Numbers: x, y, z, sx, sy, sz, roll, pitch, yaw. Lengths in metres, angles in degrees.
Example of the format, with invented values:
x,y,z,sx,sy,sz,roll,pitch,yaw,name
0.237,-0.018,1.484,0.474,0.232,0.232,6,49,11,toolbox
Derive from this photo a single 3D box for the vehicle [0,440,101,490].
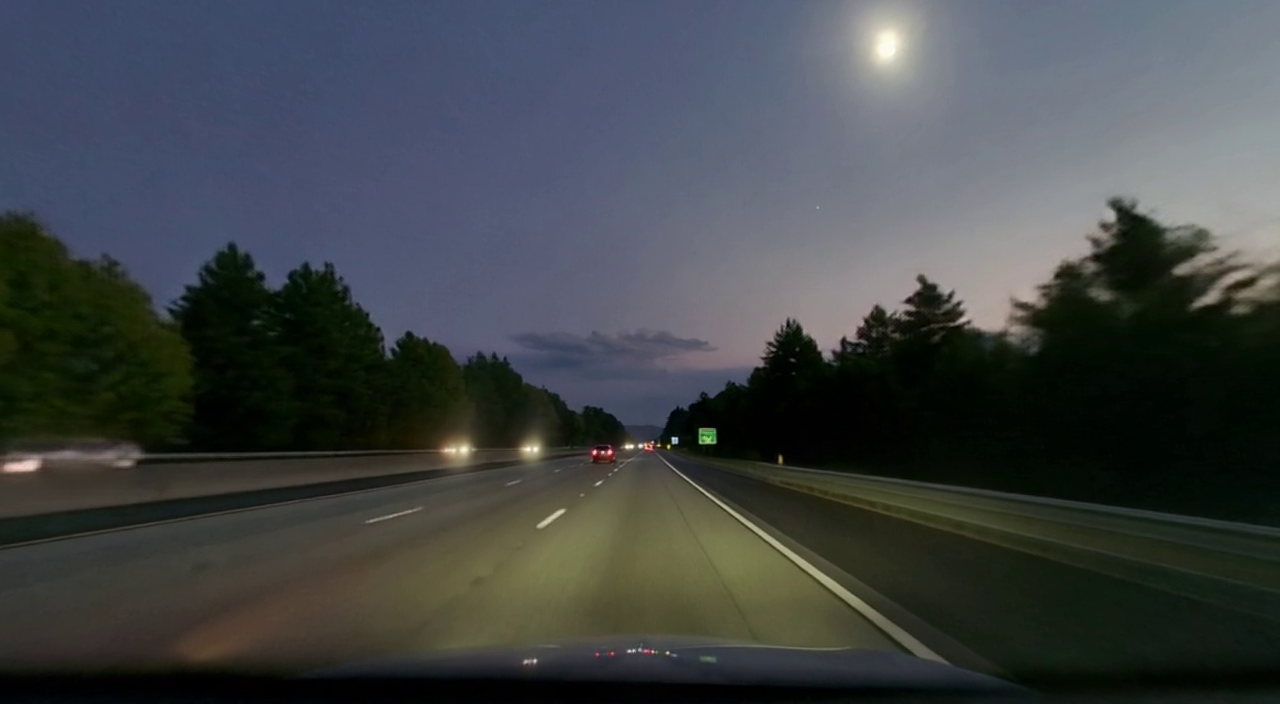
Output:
x,y,z,sx,sy,sz,roll,pitch,yaw,name
-20.946,3.676,20.774,1.962,1.549,4.878,0,-8,2,vehicle
